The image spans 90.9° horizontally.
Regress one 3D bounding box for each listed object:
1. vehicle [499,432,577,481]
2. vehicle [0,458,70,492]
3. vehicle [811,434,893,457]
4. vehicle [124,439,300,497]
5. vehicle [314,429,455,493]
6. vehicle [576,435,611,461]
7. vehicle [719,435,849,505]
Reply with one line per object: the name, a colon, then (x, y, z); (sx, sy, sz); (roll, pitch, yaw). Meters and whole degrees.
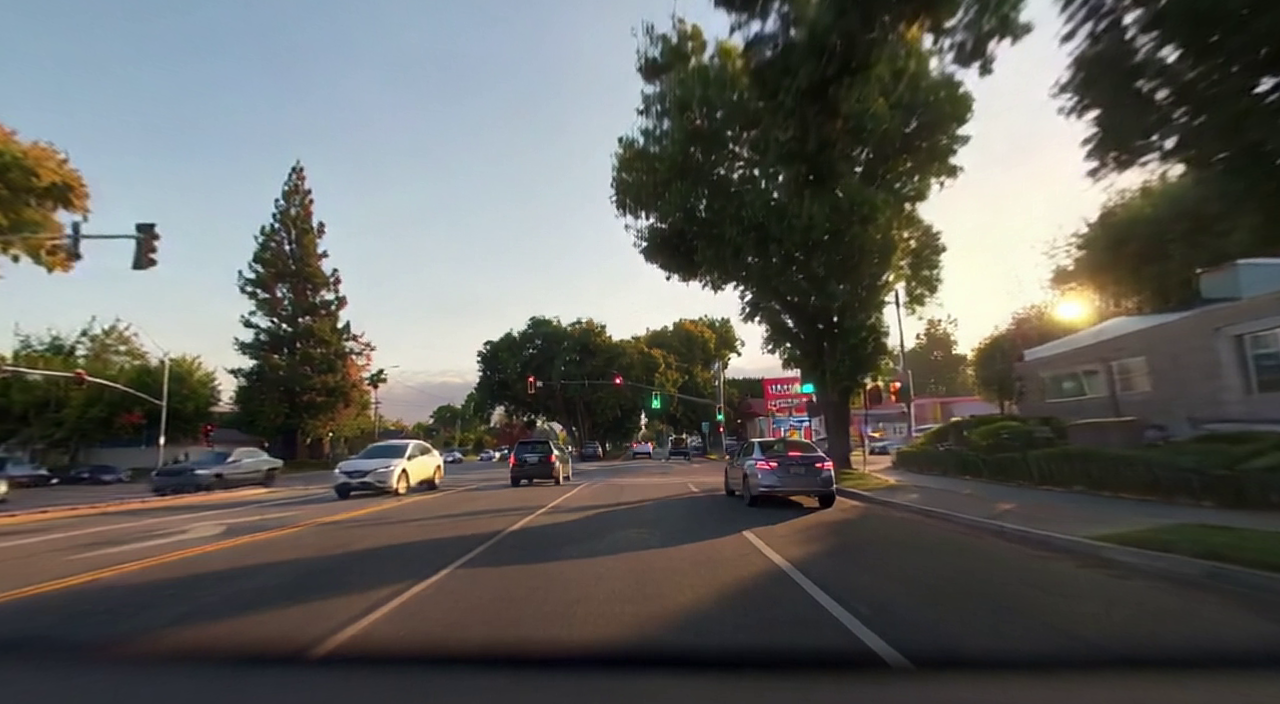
vehicle: (-3.850, 4.032, 24.636); (2.250, 1.713, 4.422); (0, -8, 1)
vehicle: (-35.986, 7.076, 36.036); (4.573, 1.705, 2.377); (-2, -8, 2)
vehicle: (14.409, 6.398, 42.946); (4.776, 1.486, 2.138); (1, -9, -5)
vehicle: (-15.730, 4.269, 23.751); (2.486, 1.876, 5.659); (0, -8, 2)
vehicle: (-7.830, 3.393, 20.057); (2.224, 1.747, 5.274); (0, -8, 0)
vehicle: (-3.410, 7.190, 47.057); (2.126, 1.810, 4.414); (0, -8, 1)
vehicle: (3.360, 2.881, 15.839); (2.095, 1.475, 4.686); (0, -8, -1)
